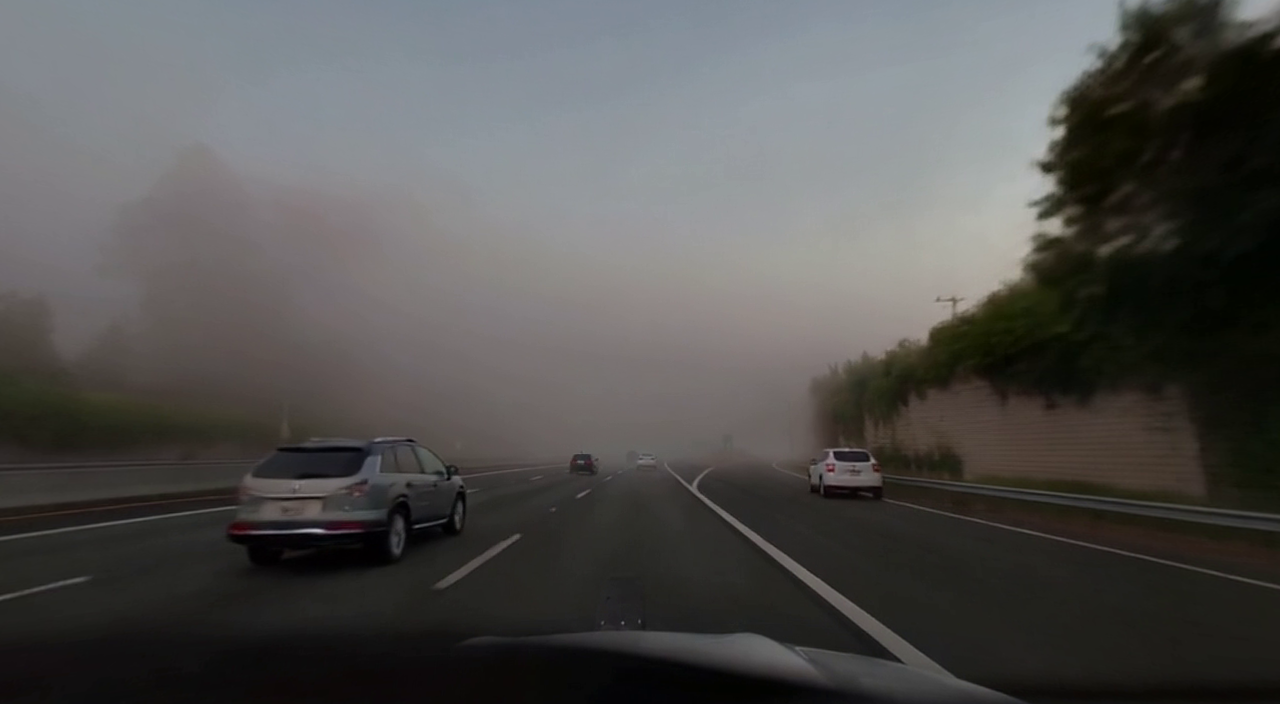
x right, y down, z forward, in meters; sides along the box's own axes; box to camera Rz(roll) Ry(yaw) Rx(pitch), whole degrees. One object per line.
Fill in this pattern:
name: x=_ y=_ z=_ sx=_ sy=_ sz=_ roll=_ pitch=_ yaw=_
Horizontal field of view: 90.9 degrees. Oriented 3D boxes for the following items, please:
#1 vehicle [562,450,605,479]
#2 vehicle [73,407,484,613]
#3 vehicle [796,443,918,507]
vehicle: x=-3.168 y=6.369 z=36.034 sx=1.997 sy=1.540 sz=3.906 roll=0 pitch=-9 yaw=1
vehicle: x=-3.549 y=1.653 z=7.468 sx=2.263 sy=1.696 sz=4.321 roll=0 pitch=-9 yaw=0
vehicle: x=5.914 y=3.405 z=17.884 sx=2.020 sy=1.548 sz=4.715 roll=0 pitch=-9 yaw=4
